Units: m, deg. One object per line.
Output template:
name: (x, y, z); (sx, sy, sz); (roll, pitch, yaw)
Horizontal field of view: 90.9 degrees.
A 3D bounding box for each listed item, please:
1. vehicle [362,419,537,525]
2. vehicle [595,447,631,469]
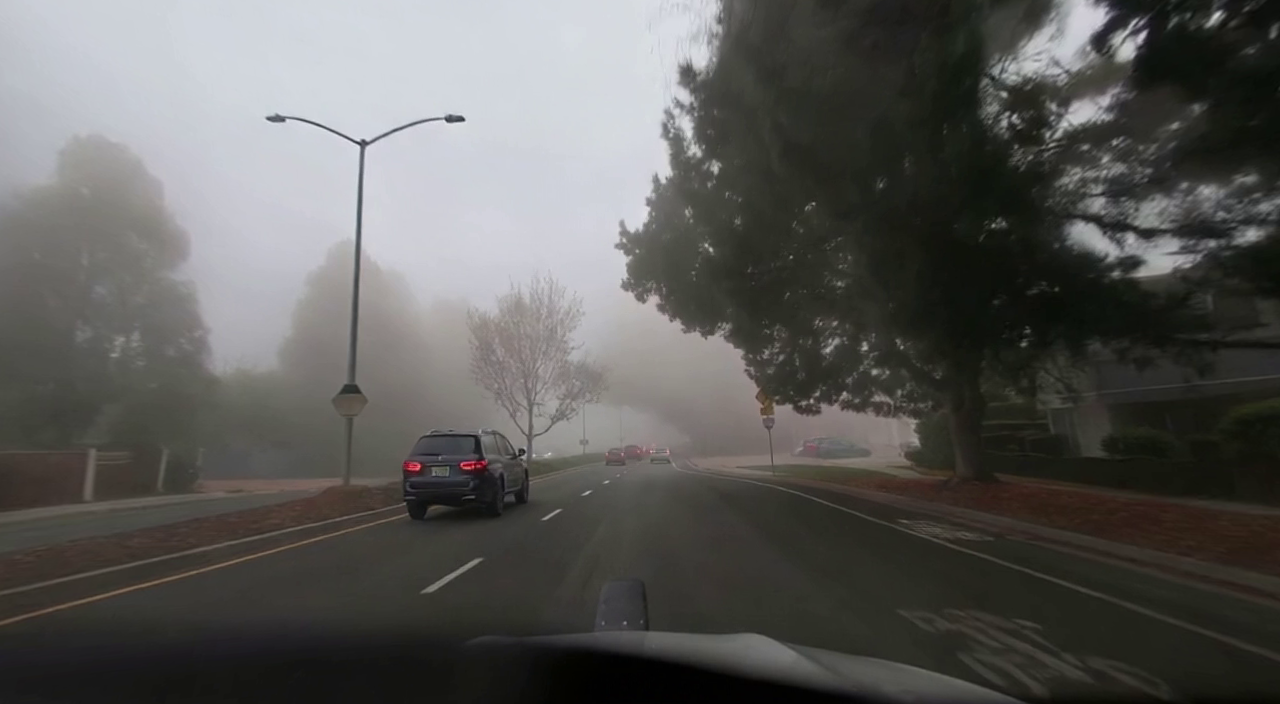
vehicle: (-3.572, 2.339, 12.821); (2.073, 1.770, 4.302); (0, -8, 2)
vehicle: (-1.857, 7.539, 45.125); (2.119, 1.494, 4.624); (0, -8, 3)
